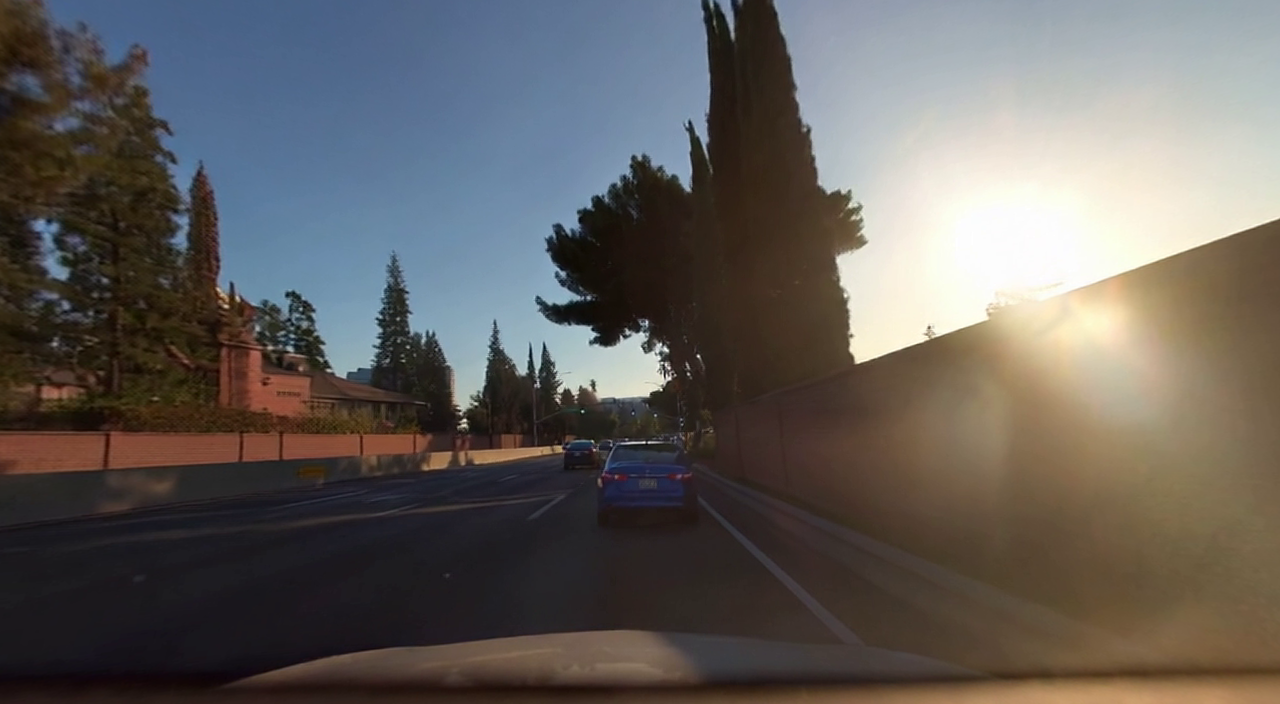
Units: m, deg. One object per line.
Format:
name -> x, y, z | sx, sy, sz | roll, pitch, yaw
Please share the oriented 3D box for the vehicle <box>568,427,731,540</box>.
vehicle -> 0.080, 2.108, 10.787 | 2.205, 1.509, 4.272 | 0, -8, -1
